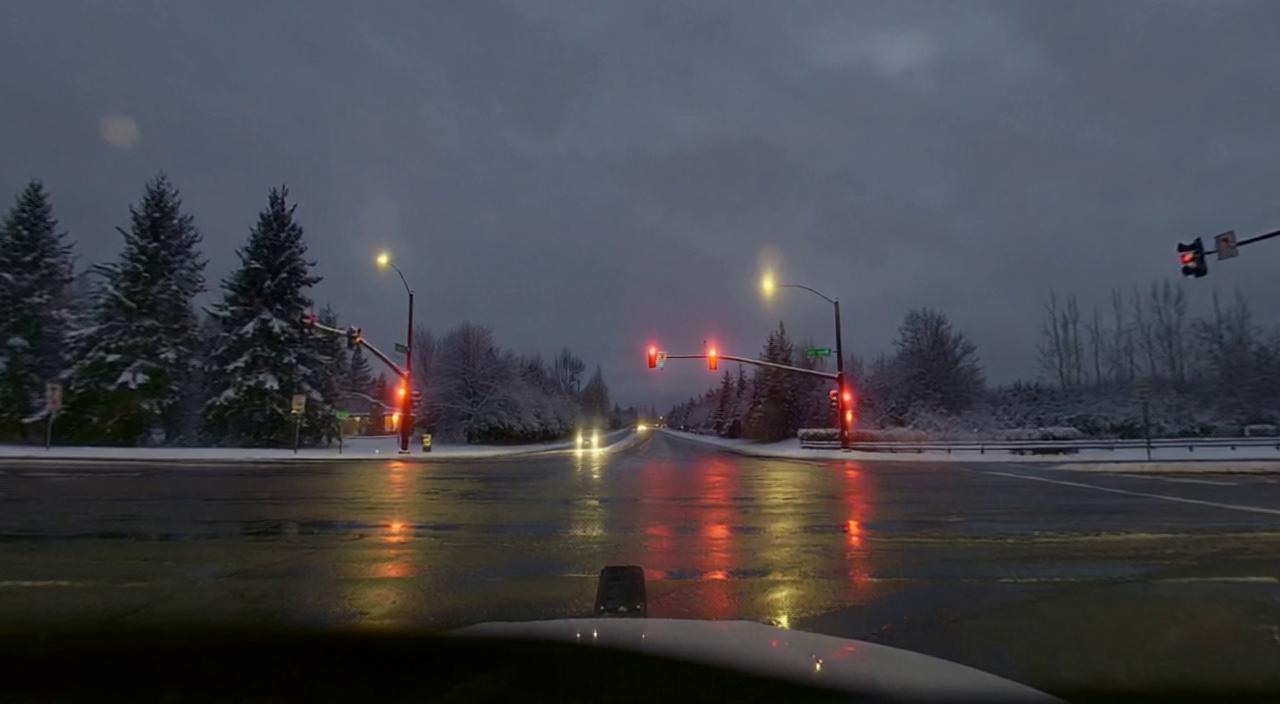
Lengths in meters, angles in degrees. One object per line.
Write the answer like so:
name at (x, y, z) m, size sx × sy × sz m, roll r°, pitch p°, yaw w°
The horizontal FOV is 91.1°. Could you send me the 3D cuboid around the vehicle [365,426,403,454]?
vehicle at (-19.982, 6.847, 48.944) m, size 1.873 × 2.079 × 2.879 m, roll 6°, pitch -11°, yaw -37°
